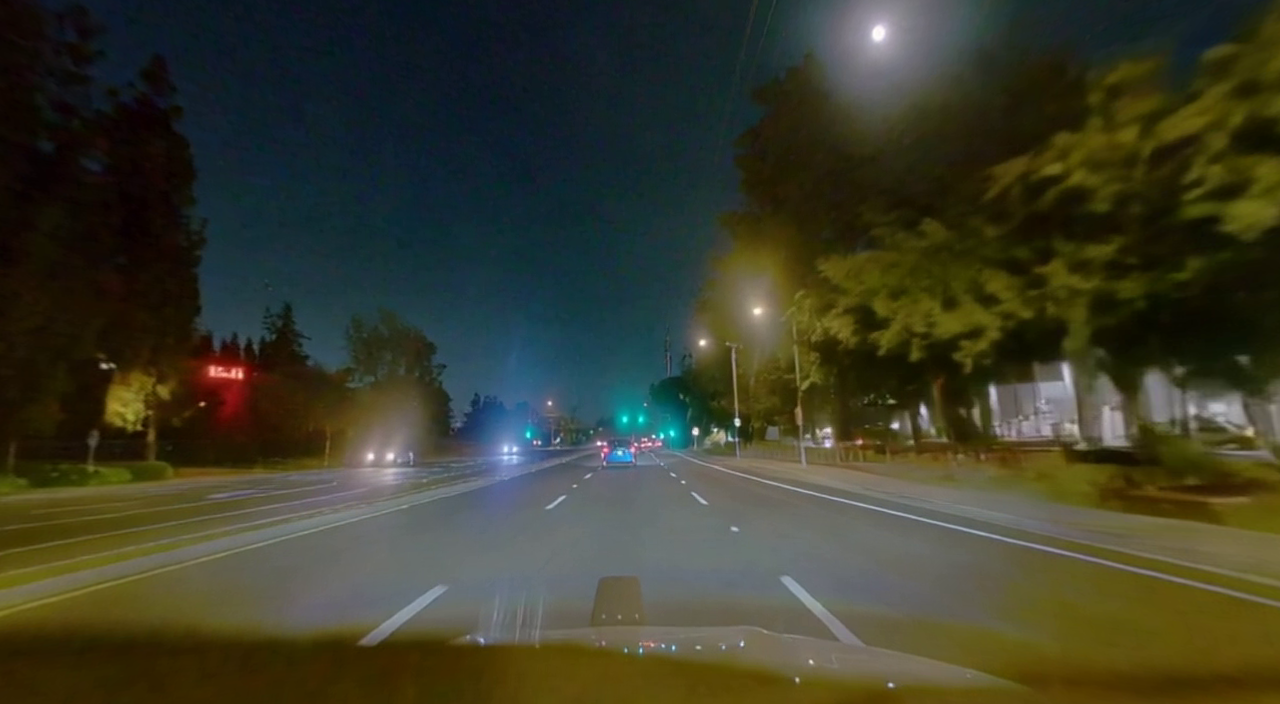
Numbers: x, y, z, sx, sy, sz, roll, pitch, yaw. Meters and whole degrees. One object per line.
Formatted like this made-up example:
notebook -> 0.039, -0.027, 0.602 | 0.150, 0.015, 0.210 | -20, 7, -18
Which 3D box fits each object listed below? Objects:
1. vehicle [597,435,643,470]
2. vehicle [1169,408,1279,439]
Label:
vehicle -> -0.982, 5.309, 33.347 | 2.174, 1.703, 4.231 | 0, -9, 1
vehicle -> 34.971, 4.308, 37.829 | 4.612, 1.753, 1.887 | 0, -10, 3
